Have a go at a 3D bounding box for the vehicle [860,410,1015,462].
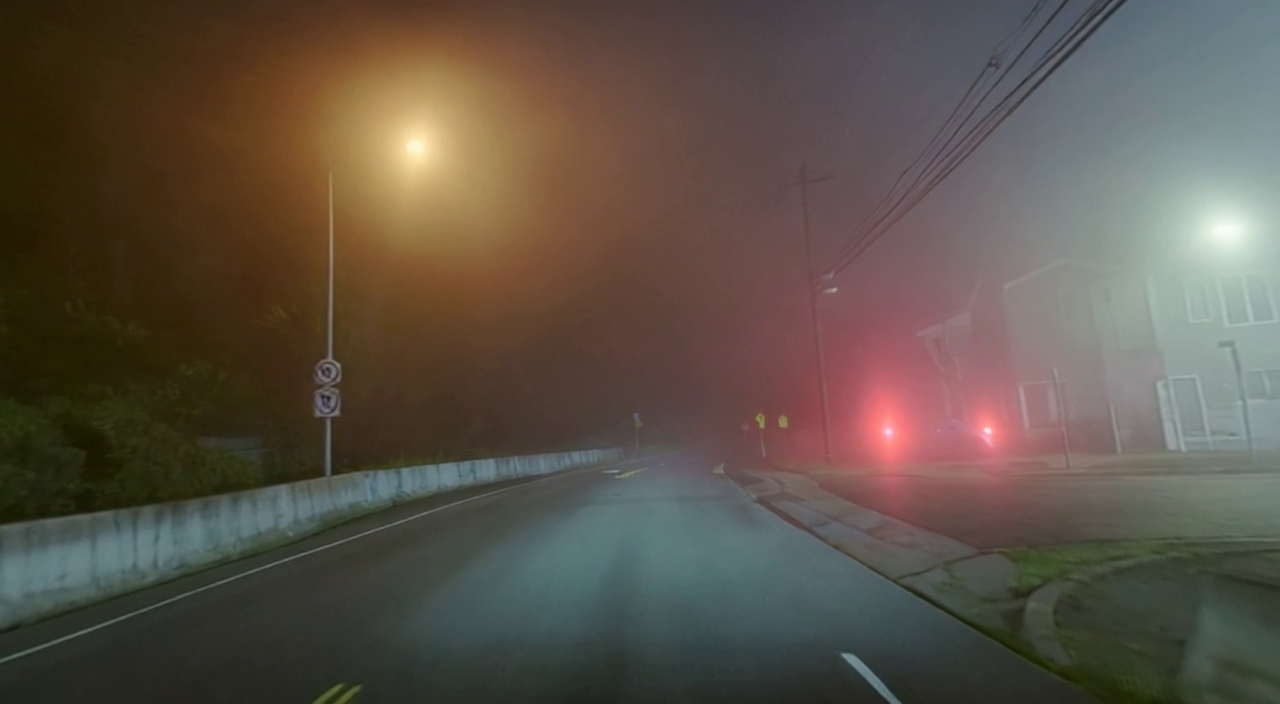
[{"bbox_3d":[10.617,3.072,22.839,4.614,1.764,1.860,-1,-8,6],"label":"vehicle"}]
